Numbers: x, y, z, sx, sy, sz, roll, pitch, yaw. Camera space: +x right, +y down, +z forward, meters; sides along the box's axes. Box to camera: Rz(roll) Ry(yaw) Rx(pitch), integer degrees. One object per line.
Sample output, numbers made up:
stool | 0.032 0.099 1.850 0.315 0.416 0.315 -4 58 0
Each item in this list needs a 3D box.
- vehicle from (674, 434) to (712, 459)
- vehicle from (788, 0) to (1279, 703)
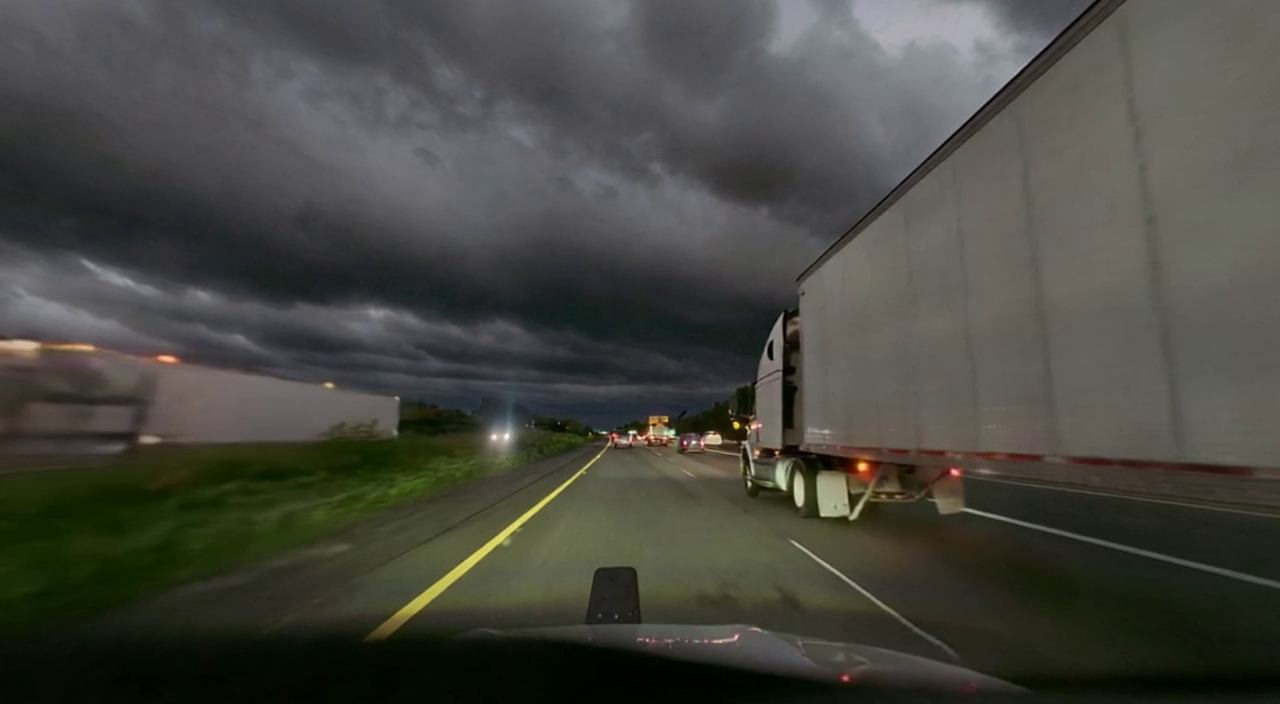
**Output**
vehicle | 3.237 5.886 39.377 1.813 1.454 4.197 0 -7 -2
vehicle | 4.290 -0.166 4.160 2.965 4.033 14.299 0 -7 -1
